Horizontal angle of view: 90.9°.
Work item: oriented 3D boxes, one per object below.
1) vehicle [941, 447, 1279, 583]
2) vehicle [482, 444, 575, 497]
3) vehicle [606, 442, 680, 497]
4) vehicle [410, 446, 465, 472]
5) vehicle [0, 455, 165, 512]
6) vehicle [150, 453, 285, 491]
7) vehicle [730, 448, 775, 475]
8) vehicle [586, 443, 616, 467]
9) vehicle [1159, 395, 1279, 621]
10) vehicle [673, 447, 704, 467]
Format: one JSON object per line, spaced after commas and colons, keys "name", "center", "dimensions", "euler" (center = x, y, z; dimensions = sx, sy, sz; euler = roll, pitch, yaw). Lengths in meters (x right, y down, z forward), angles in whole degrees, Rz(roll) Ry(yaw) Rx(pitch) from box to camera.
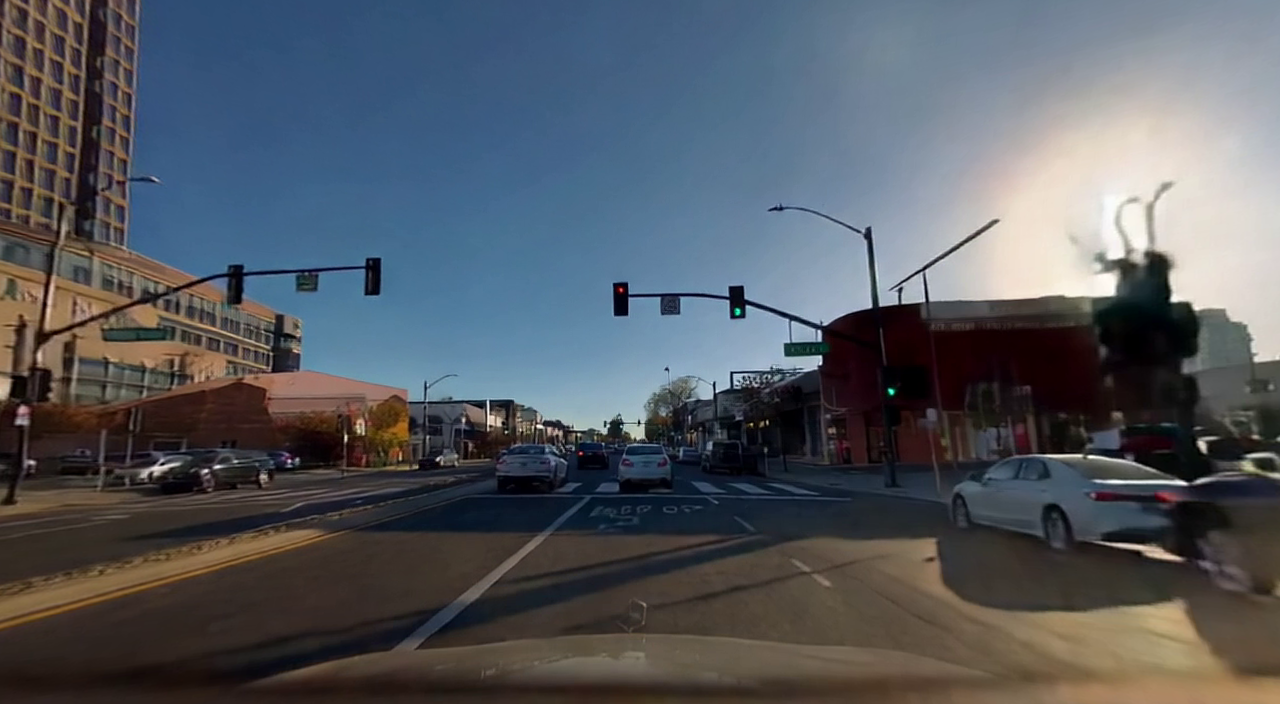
{"name": "vehicle", "center": [6.522, 2.137, 9.259], "dimensions": [1.899, 1.453, 4.610], "euler": [0, -9, 0]}
{"name": "vehicle", "center": [-3.276, 3.568, 19.417], "dimensions": [1.950, 1.450, 4.257], "euler": [0, -9, 2]}
{"name": "vehicle", "center": [0.095, 3.528, 19.362], "dimensions": [2.037, 1.484, 4.073], "euler": [0, -9, 0]}
{"name": "vehicle", "center": [-14.364, 7.592, 44.924], "dimensions": [2.161, 1.704, 4.554], "euler": [-1, -9, 4]}
{"name": "vehicle", "center": [-17.307, 3.951, 19.411], "dimensions": [1.774, 1.436, 4.473], "euler": [0, -9, 1]}
{"name": "vehicle", "center": [-18.701, 5.253, 27.911], "dimensions": [5.163, 1.510, 2.174], "euler": [-3, -9, 19]}
{"name": "vehicle", "center": [6.763, 6.620, 38.350], "dimensions": [1.944, 1.462, 4.406], "euler": [0, -9, 0]}
{"name": "vehicle", "center": [-2.950, 7.964, 48.805], "dimensions": [2.007, 1.736, 4.185], "euler": [0, -9, 1]}
{"name": "vehicle", "center": [6.448, 1.070, 3.723], "dimensions": [2.289, 1.867, 5.322], "euler": [0, -9, 2]}
{"name": "vehicle", "center": [3.680, 8.069, 48.482], "dimensions": [2.047, 1.463, 4.514], "euler": [0, -9, 0]}
